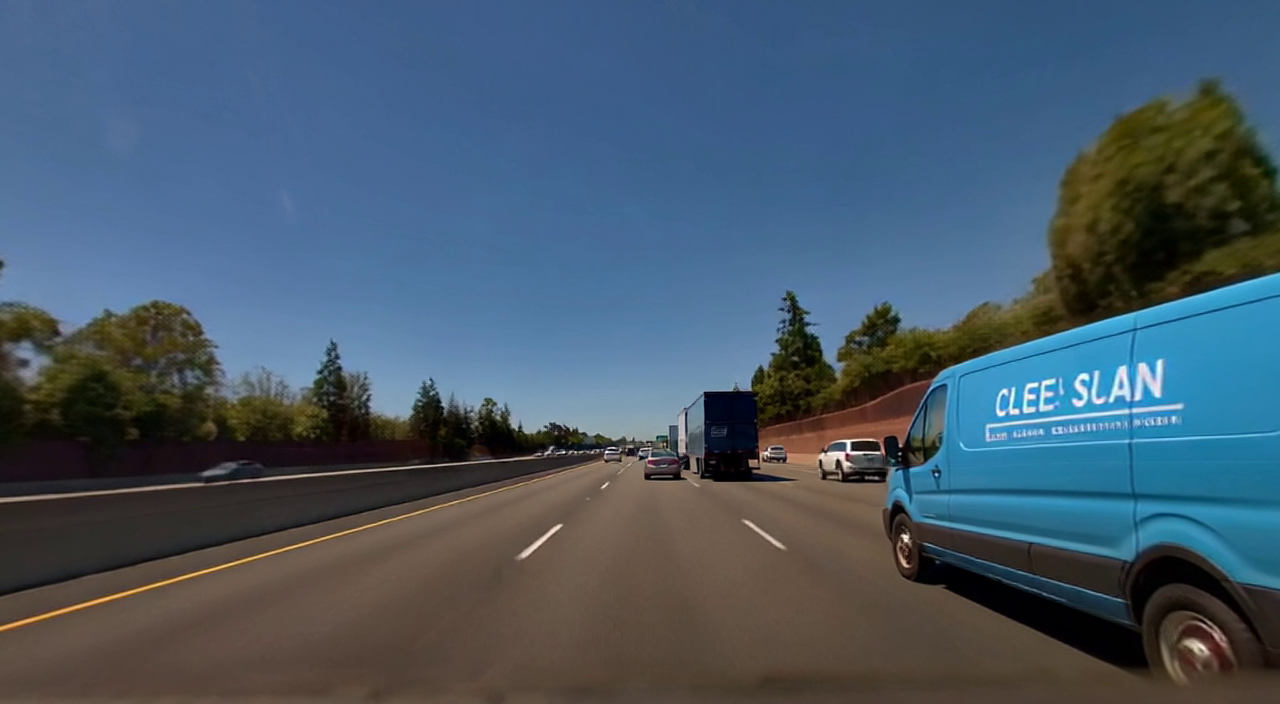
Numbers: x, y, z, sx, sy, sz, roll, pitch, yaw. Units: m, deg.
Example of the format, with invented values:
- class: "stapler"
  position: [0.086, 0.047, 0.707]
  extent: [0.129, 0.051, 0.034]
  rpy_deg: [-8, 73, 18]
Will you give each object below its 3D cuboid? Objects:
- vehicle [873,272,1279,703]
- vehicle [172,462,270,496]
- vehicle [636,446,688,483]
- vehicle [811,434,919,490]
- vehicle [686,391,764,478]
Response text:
- class: "vehicle"
  position: [3.789, 0.916, 3.970]
  extent: [2.441, 2.017, 5.739]
  rpy_deg: [0, -9, 0]
- class: "vehicle"
  position: [-23.177, 7.018, 35.125]
  extent: [2.172, 1.608, 4.681]
  rpy_deg: [0, -9, 1]
- class: "vehicle"
  position: [0.870, 4.851, 27.474]
  extent: [2.063, 1.469, 4.208]
  rpy_deg: [0, -9, -1]
- class: "vehicle"
  position: [7.818, 3.868, 22.484]
  extent: [2.144, 1.769, 4.540]
  rpy_deg: [0, -9, 0]
- class: "vehicle"
  position: [4.469, 4.820, 36.041]
  extent: [2.821, 4.077, 12.562]
  rpy_deg: [0, -9, 1]
